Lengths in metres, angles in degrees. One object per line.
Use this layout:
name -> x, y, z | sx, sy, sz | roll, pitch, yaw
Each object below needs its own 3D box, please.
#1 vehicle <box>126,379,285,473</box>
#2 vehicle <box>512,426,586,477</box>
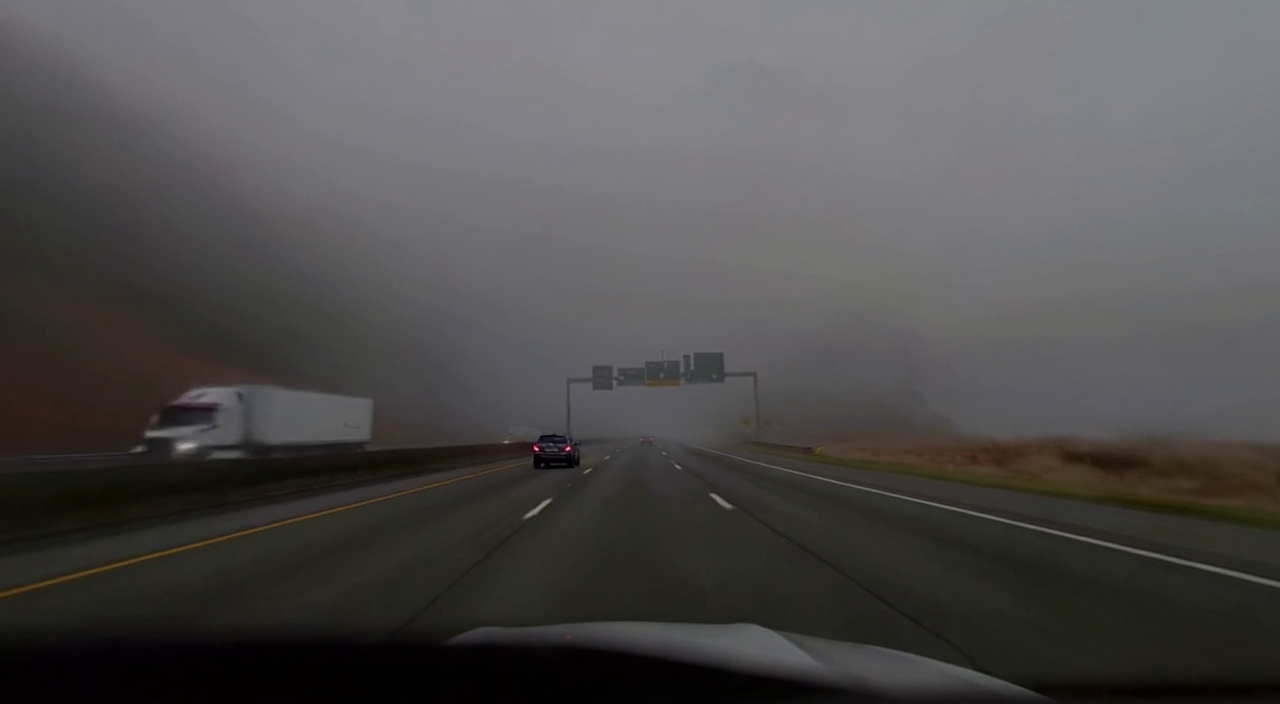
vehicle -> -20.728, 3.643, 30.679 | 3.131, 4.064, 6.177 | 0, -8, 0
vehicle -> -3.174, 3.559, 22.830 | 2.084, 1.654, 4.080 | 0, -8, 0
